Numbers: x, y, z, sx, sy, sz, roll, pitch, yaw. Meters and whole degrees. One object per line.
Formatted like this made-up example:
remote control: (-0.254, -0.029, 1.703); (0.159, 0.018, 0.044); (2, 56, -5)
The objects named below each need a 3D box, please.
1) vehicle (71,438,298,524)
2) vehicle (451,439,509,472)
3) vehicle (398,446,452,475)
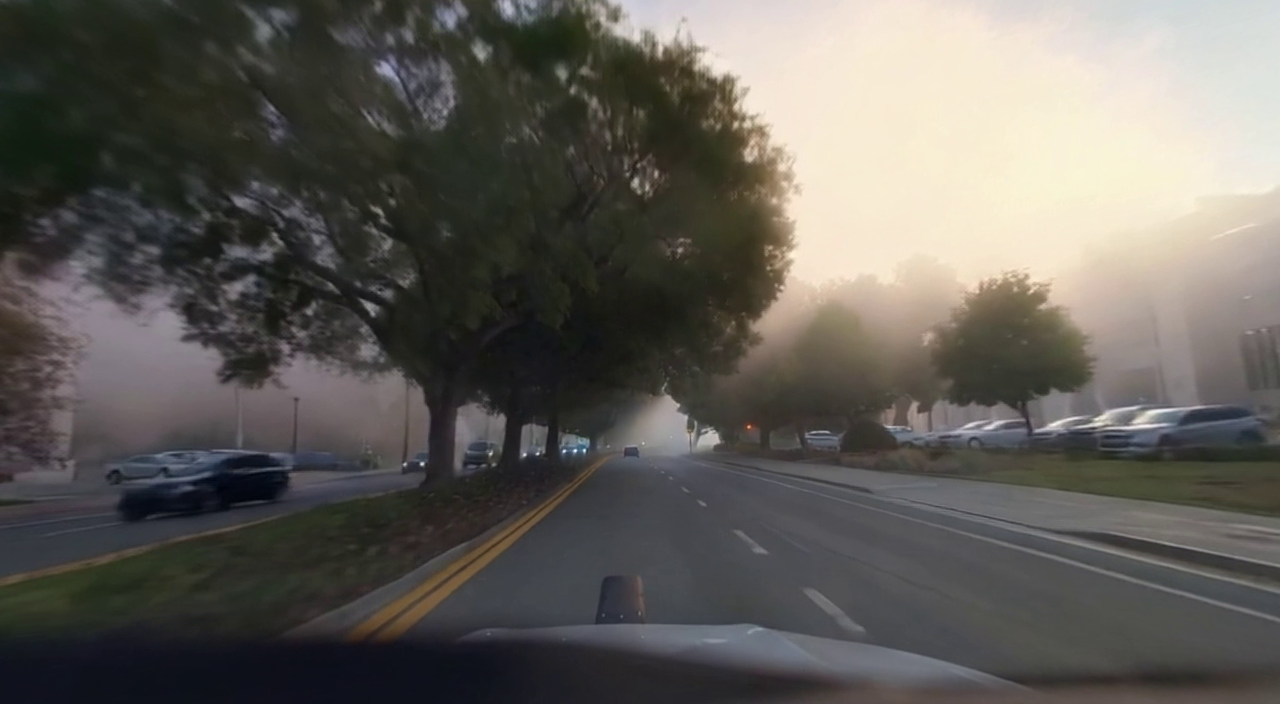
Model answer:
vehicle: (-10.510, 2.974, 15.160); (2.025, 1.704, 4.523); (0, -9, 1)
vehicle: (-10.280, 6.683, 41.125); (2.197, 1.961, 5.695); (-1, -9, 1)
vehicle: (-13.596, 6.867, 40.255); (1.918, 1.679, 4.213); (0, -9, 1)
